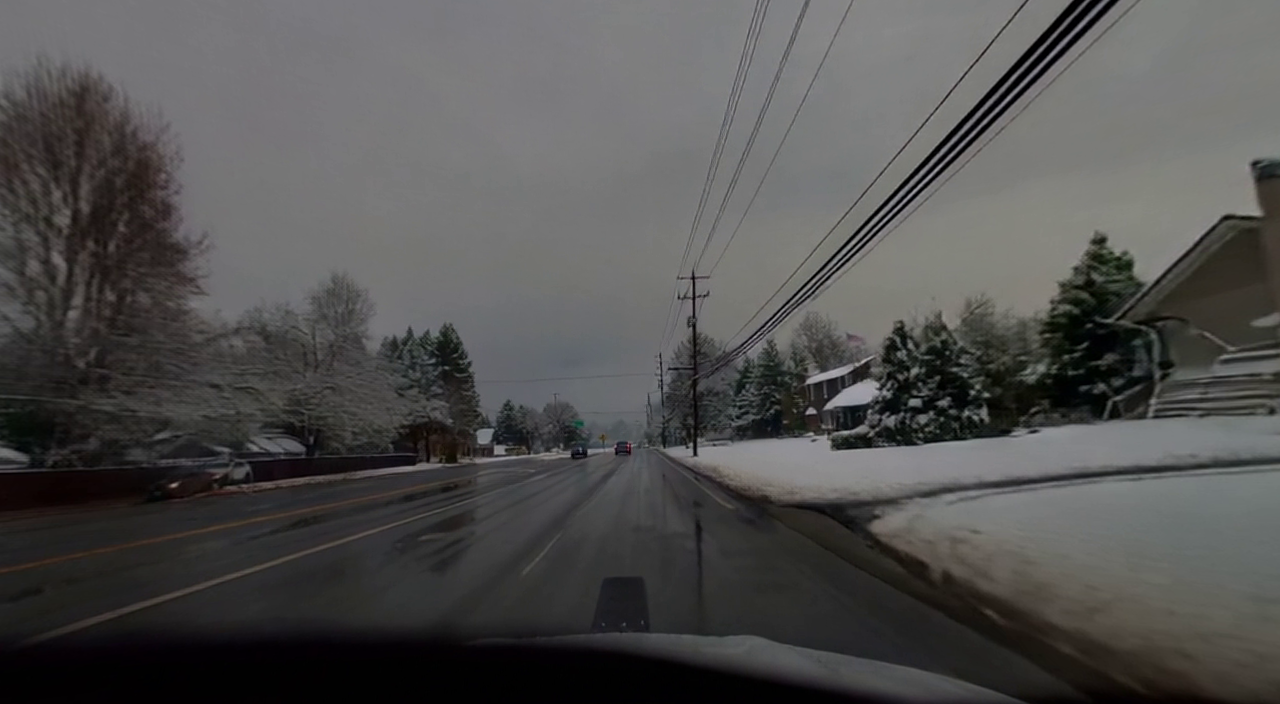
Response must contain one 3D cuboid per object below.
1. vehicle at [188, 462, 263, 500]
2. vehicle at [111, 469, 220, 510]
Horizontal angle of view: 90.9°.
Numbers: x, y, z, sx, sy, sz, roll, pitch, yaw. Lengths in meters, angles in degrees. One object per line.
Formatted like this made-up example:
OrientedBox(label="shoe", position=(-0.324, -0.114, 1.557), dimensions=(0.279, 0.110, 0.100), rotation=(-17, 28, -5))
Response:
OrientedBox(label="vehicle", position=(-22.273, 6.882, 34.074), dimensions=(1.891, 1.703, 4.976), rotation=(2, -9, -16))
OrientedBox(label="vehicle", position=(-21.086, 6.089, 28.272), dimensions=(1.854, 1.504, 4.436), rotation=(1, -9, -7))
